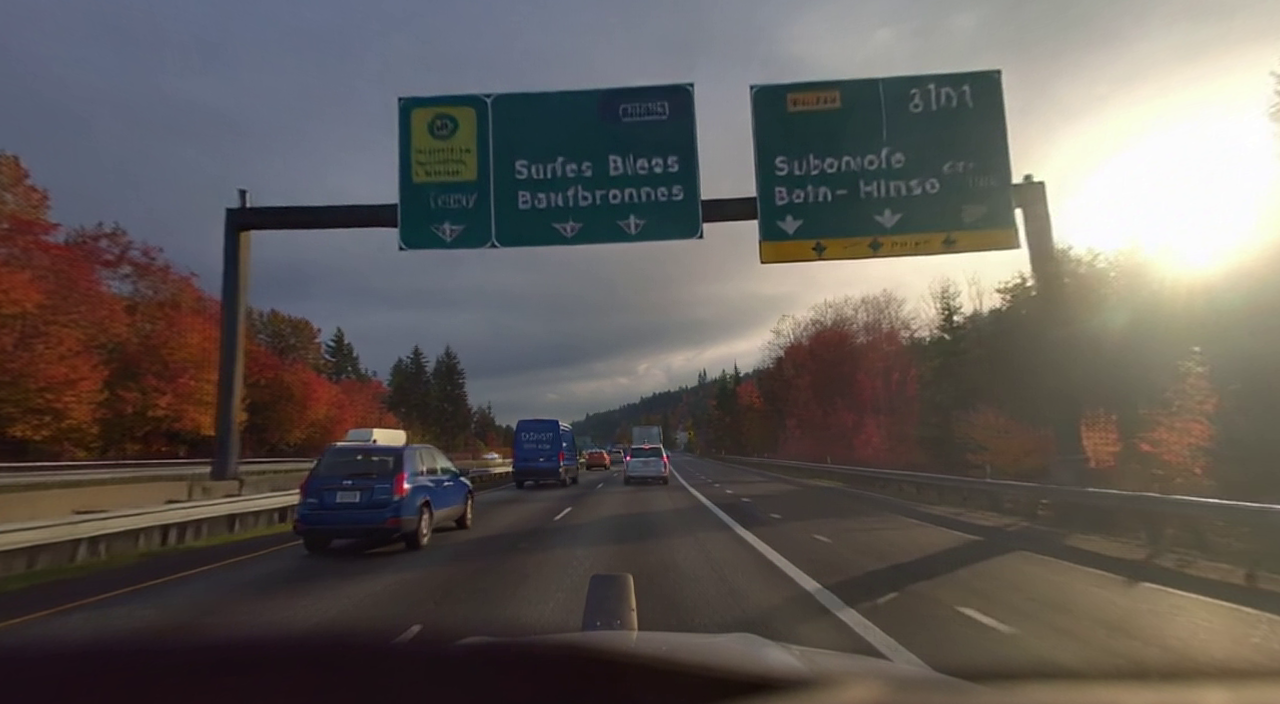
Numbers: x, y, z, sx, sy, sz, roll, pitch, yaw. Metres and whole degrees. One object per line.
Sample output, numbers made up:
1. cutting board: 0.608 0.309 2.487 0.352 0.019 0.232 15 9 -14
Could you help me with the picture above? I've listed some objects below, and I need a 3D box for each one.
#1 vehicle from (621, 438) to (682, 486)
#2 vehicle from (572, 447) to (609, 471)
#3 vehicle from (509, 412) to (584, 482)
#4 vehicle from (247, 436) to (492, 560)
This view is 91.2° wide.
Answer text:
1. vehicle: 0.439 4.284 24.652 2.195 1.679 4.070 0 -9 1
2. vehicle: -3.252 7.103 41.843 2.015 1.496 4.312 -1 -9 1
3. vehicle: -3.908 4.120 27.323 2.275 2.692 5.810 0 -9 1
4. vehicle: -3.759 2.086 9.658 1.977 1.485 3.973 0 -9 0
